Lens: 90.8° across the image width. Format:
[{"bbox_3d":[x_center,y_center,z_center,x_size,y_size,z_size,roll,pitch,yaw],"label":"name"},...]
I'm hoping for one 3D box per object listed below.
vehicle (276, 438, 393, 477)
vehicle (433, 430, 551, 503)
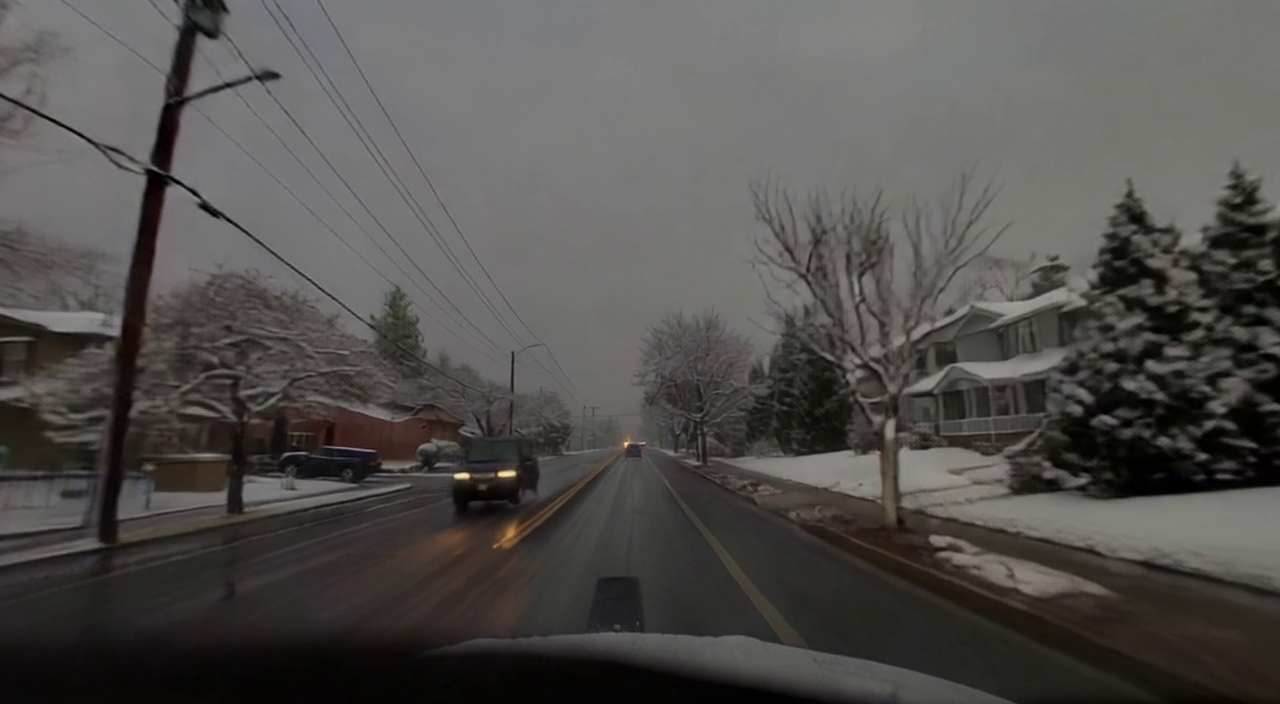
[{"bbox_3d":[-14.928,5.183,31.151,4.662,1.832,2.063,1,-9,-5],"label":"vehicle"},{"bbox_3d":[-3.954,3.159,17.870,2.145,1.762,4.960,0,-9,0],"label":"vehicle"}]
